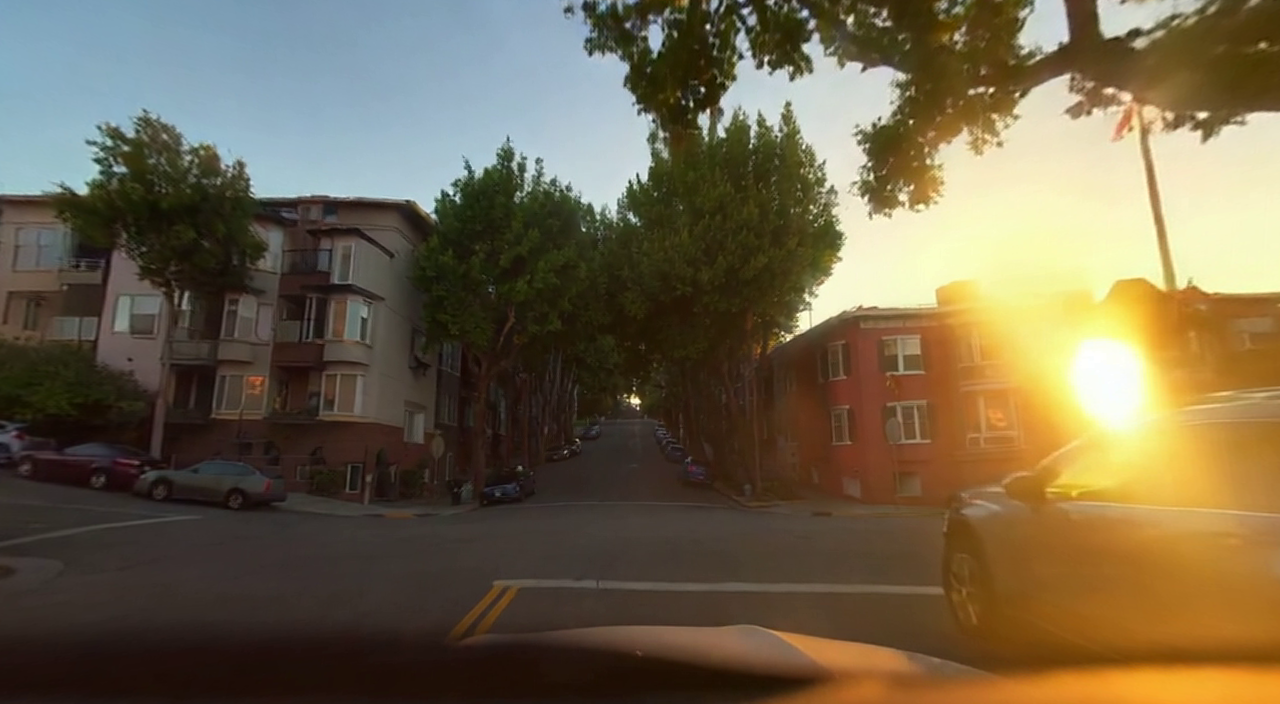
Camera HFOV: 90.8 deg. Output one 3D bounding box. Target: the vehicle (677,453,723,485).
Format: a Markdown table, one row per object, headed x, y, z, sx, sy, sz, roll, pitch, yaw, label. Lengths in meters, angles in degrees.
| x | y | z | sx | sy | sz | roll | pitch | yaw | label |
| --- | --- | --- | --- | --- | --- | --- | --- | --- | --- |
| 3.414 | 6.760 | 36.918 | 2.051 | 1.526 | 4.673 | 0 | -7 | -2 | vehicle |

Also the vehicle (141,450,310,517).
| x | y | z | sx | sy | sz | roll | pitch | yaw | label |
| --- | --- | --- | --- | --- | --- | --- | --- | --- | --- |
| -13.984 | 4.468 | 21.504 | 4.243 | 1.676 | 1.844 | 6 | -12 | 2 | vehicle |

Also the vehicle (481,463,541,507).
| x | y | z | sx | sy | sz | roll | pitch | yaw | label |
| --- | --- | --- | --- | --- | --- | --- | --- | --- | --- |
| -5.880 | 6.111 | 29.289 | 1.987 | 1.662 | 4.141 | -2 | -8 | -1 | vehicle |

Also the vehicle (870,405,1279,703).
| x | y | z | sx | sy | sz | roll | pitch | yaw | label |
| --- | --- | --- | --- | --- | --- | --- | --- | --- | --- |
| 3.341 | 1.188 | 3.724 | 2.064 | 1.548 | 5.186 | 0 | -8 | 1 | vehicle |
